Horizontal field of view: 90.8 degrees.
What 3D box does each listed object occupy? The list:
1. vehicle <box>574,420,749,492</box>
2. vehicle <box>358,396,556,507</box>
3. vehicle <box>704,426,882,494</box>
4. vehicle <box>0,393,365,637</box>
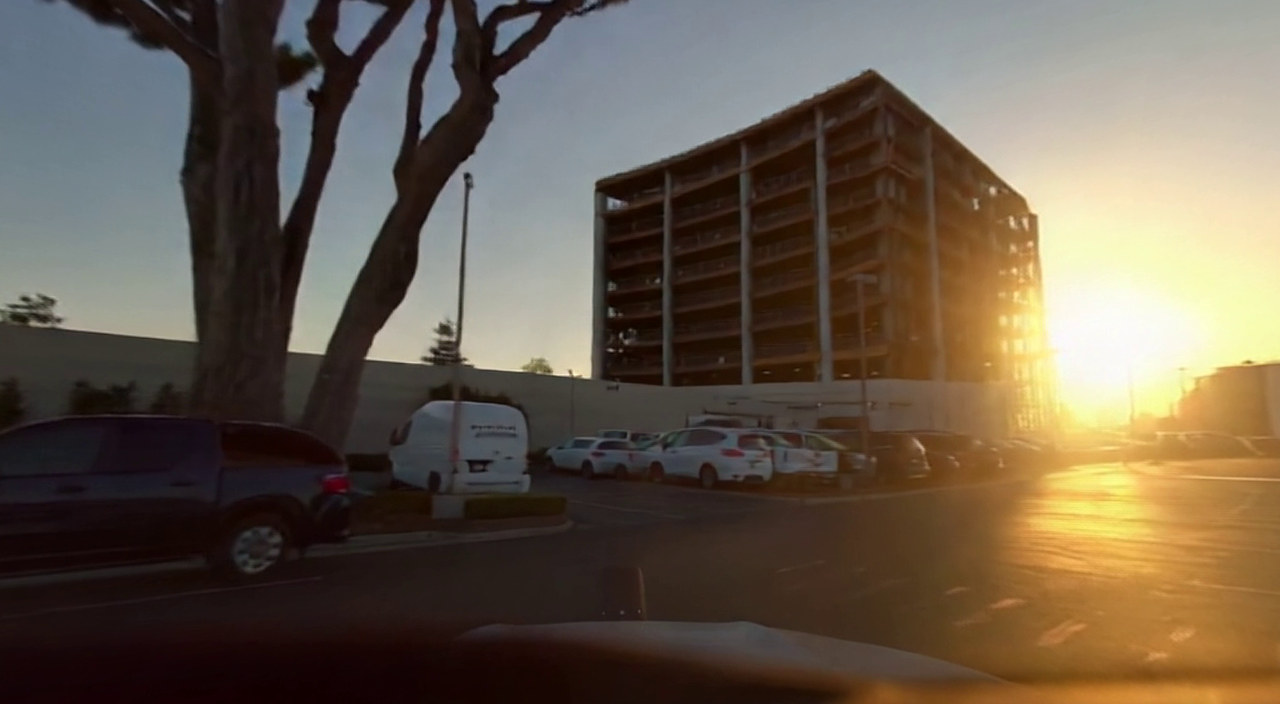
[{"bbox_3d":[0.493,3.526,22.161,2.228,2.126,6.632,5,-9,-40],"label":"vehicle"},{"bbox_3d":[-4.945,2.549,16.421,2.491,2.324,5.986,7,-11,-41],"label":"vehicle"},{"bbox_3d":[5.640,4.033,24.347,2.242,2.227,6.505,5,-9,-41],"label":"vehicle"},{"bbox_3d":[-5.576,1.401,5.913,4.992,1.894,2.043,8,-11,-42],"label":"vehicle"}]
